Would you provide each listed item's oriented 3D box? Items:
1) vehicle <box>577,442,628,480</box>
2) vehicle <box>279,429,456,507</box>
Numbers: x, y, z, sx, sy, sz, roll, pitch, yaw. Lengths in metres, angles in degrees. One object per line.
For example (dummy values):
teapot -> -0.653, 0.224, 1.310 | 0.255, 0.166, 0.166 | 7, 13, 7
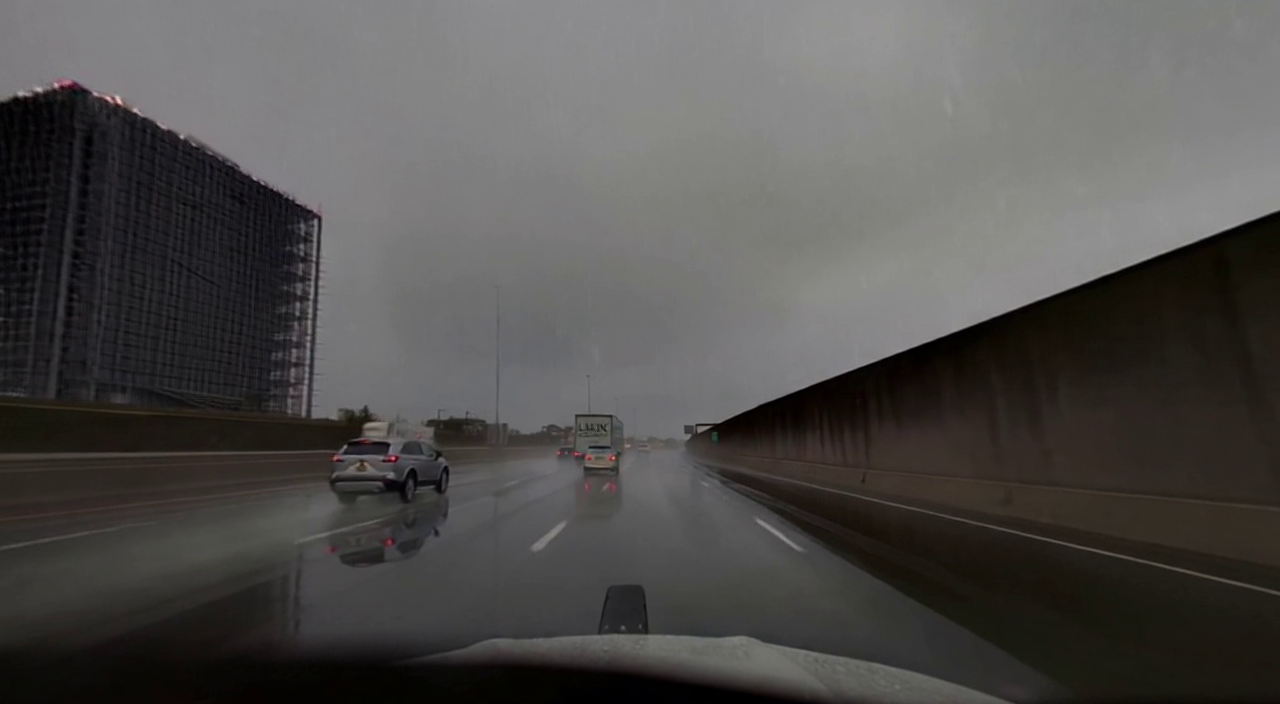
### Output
vehicle -> -1.631, 4.899, 28.556 | 2.168, 1.597, 3.615 | 0, -9, -1
vehicle -> -7.015, 3.055, 17.079 | 2.401, 1.759, 5.126 | 0, -9, 1
